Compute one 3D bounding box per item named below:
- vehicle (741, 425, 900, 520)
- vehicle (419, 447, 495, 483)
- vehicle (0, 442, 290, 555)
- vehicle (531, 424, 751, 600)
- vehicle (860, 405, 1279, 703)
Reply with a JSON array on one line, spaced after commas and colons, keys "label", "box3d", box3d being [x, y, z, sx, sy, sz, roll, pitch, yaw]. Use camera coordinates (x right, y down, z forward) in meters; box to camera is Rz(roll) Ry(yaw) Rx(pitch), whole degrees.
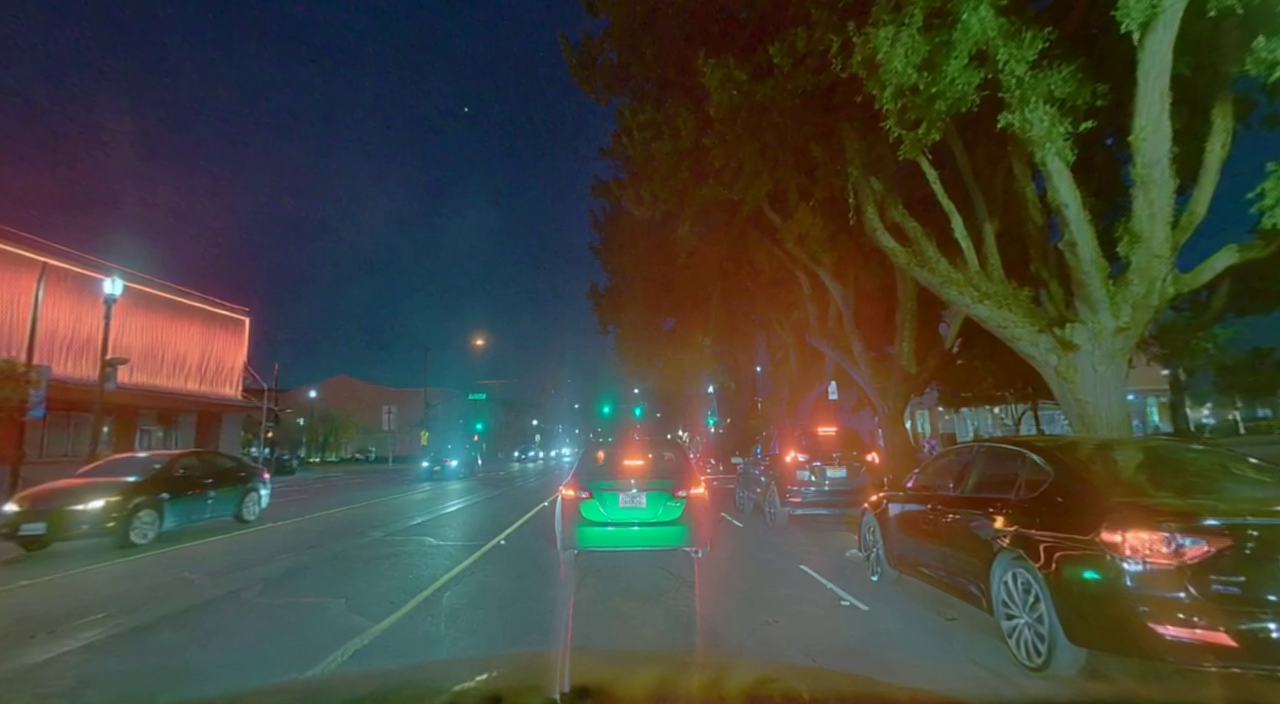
[{"label": "vehicle", "box3d": [3.552, 2.469, 13.403, 2.025, 1.660, 4.263, 0, -9, -1]}, {"label": "vehicle", "box3d": [-7.950, 4.929, 27.940, 1.991, 1.433, 4.261, -1, -9, 1]}, {"label": "vehicle", "box3d": [-7.967, 2.267, 10.504, 1.953, 1.477, 4.050, 0, -9, 0]}, {"label": "vehicle", "box3d": [-0.016, 1.645, 7.277, 1.887, 1.487, 3.535, 0, -9, -1]}, {"label": "vehicle", "box3d": [3.312, 1.248, 4.469, 1.988, 1.480, 4.195, 0, -9, 0]}]
